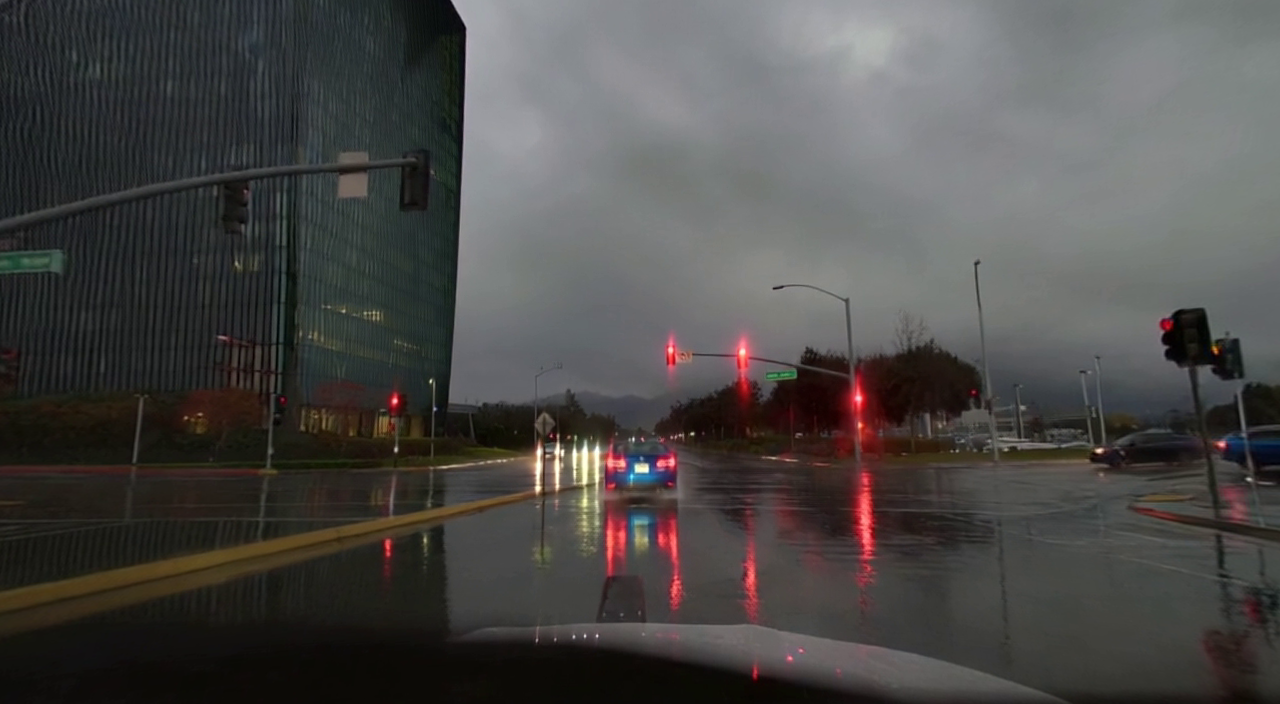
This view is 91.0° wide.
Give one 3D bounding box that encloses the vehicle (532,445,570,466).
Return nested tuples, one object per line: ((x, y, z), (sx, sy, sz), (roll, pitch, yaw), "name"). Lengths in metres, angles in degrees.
((-6.704, 7.830, 47.817), (2.113, 1.535, 4.504), (0, -9, 2), "vehicle")

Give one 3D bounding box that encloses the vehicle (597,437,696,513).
((0.116, 2.832, 14.997), (2.014, 1.525, 4.197), (0, -9, -1), "vehicle")

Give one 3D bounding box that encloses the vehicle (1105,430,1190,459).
((27.889, 5.114, 34.737), (1.816, 1.476, 3.652), (-1, -9, 5), "vehicle")

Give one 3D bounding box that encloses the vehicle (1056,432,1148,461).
((25.565, 5.288, 35.070), (2.021, 1.484, 4.454), (0, -9, 4), "vehicle")
